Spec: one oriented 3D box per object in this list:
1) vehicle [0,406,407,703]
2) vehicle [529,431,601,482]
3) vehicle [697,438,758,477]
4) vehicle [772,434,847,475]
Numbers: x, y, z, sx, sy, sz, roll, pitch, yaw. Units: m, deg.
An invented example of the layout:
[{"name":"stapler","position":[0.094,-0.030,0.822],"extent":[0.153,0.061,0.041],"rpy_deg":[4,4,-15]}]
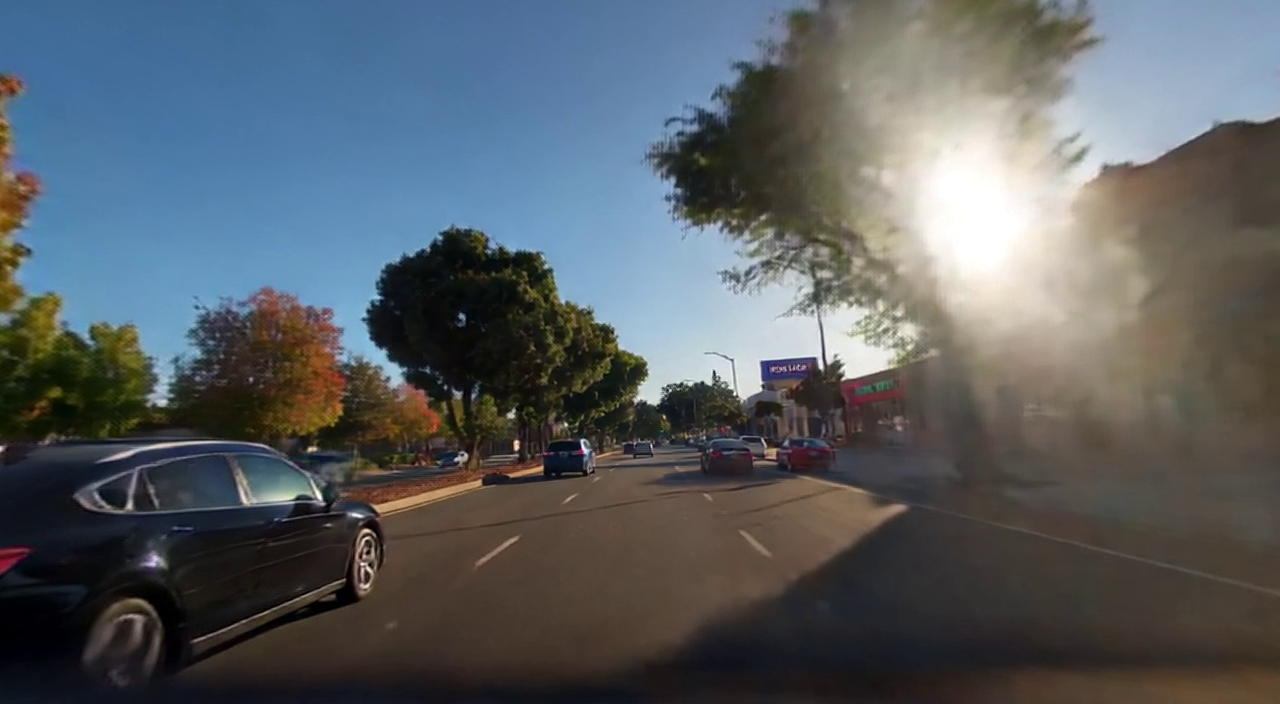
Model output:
[{"name":"vehicle","position":[-3.256,1.124,3.559],"extent":[1.956,1.460,4.802],"rpy_deg":[0,-8,1]},{"name":"vehicle","position":[-2.779,4.022,24.584],"extent":[2.193,1.788,4.603],"rpy_deg":[0,-8,1]},{"name":"vehicle","position":[3.557,4.348,26.288],"extent":[1.904,1.490,4.299],"rpy_deg":[0,-8,0]},{"name":"vehicle","position":[7.490,4.590,28.379],"extent":[2.089,1.678,4.725],"rpy_deg":[0,-8,0]}]
